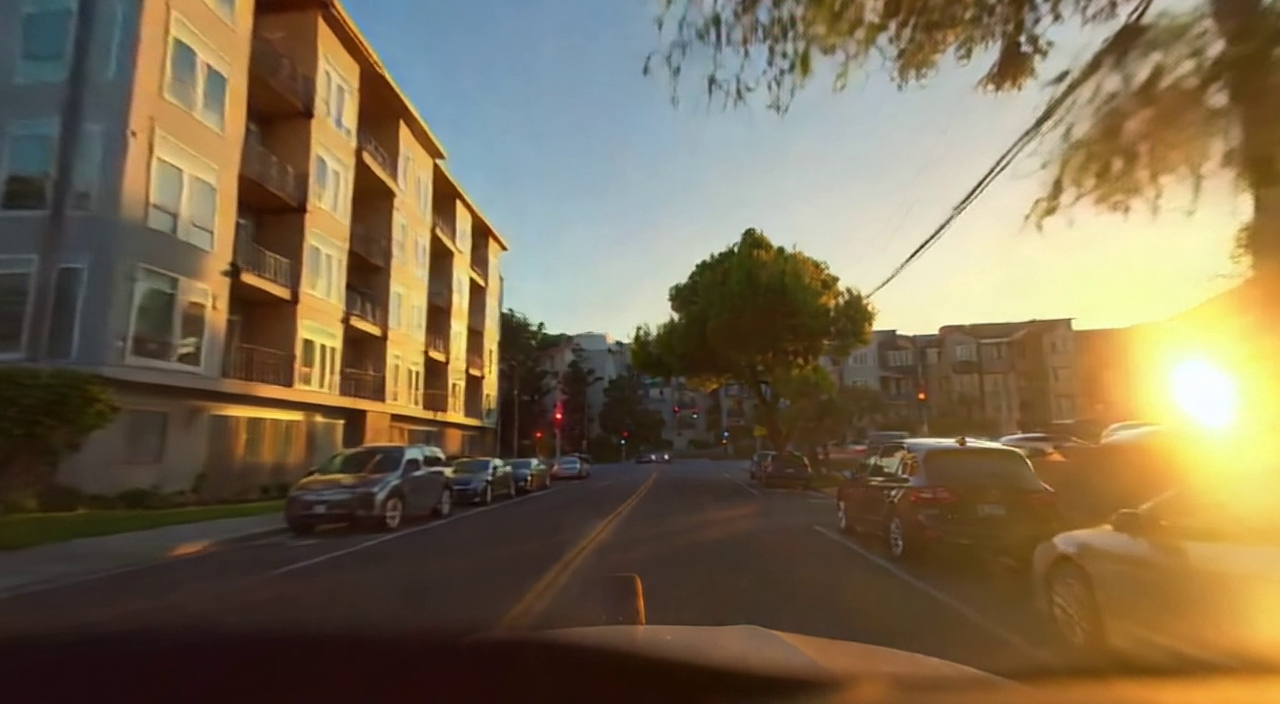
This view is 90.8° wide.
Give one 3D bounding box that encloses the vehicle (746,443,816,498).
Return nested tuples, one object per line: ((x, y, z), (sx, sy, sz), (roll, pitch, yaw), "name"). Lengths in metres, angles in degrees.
((5.352, 4.517, 24.654), (2.034, 1.689, 4.978), (-1, -6, 5), "vehicle")

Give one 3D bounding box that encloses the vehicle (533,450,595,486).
((-3.369, 5.246, 28.956), (1.934, 1.484, 4.630), (-1, -8, 5), "vehicle")

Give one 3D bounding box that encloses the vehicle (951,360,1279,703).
((3.567, 0.972, 3.006), (2.153, 1.685, 4.586), (-1, -8, 5), "vehicle")

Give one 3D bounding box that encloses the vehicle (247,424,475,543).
((-4.971, 2.389, 12.202), (1.993, 1.817, 4.619), (-1, -8, 4), "vehicle")
